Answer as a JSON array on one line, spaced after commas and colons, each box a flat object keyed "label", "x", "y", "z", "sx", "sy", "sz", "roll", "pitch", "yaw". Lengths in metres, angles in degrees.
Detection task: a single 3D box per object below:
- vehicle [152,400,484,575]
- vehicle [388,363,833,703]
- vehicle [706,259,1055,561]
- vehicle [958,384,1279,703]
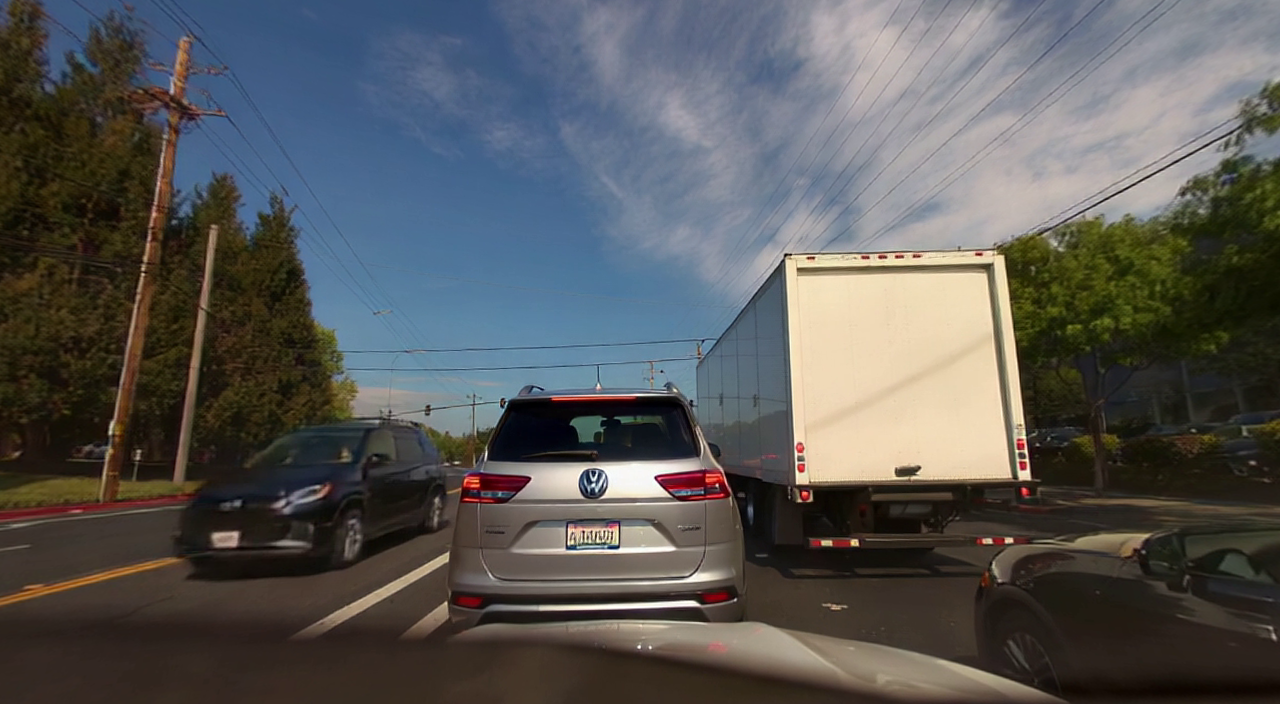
[{"label": "vehicle", "x": -4.071, "y": 1.827, "z": 9.373, "sx": 2.119, "sy": 1.835, "sz": 5.261, "roll": 0, "pitch": -8, "yaw": 0}, {"label": "vehicle", "x": -0.140, "y": 1.228, "z": 5.196, "sx": 2.114, "sy": 1.732, "sz": 4.230, "roll": 0, "pitch": -8, "yaw": 0}, {"label": "vehicle", "x": 3.236, "y": 1.267, "z": 11.827, "sx": 2.915, "sy": 3.559, "sz": 8.848, "roll": 0, "pitch": -8, "yaw": -1}, {"label": "vehicle", "x": 2.820, "y": 0.747, "z": 1.195, "sx": 1.971, "sy": 1.484, "sz": 4.728, "roll": 0, "pitch": -8, "yaw": 0}]
